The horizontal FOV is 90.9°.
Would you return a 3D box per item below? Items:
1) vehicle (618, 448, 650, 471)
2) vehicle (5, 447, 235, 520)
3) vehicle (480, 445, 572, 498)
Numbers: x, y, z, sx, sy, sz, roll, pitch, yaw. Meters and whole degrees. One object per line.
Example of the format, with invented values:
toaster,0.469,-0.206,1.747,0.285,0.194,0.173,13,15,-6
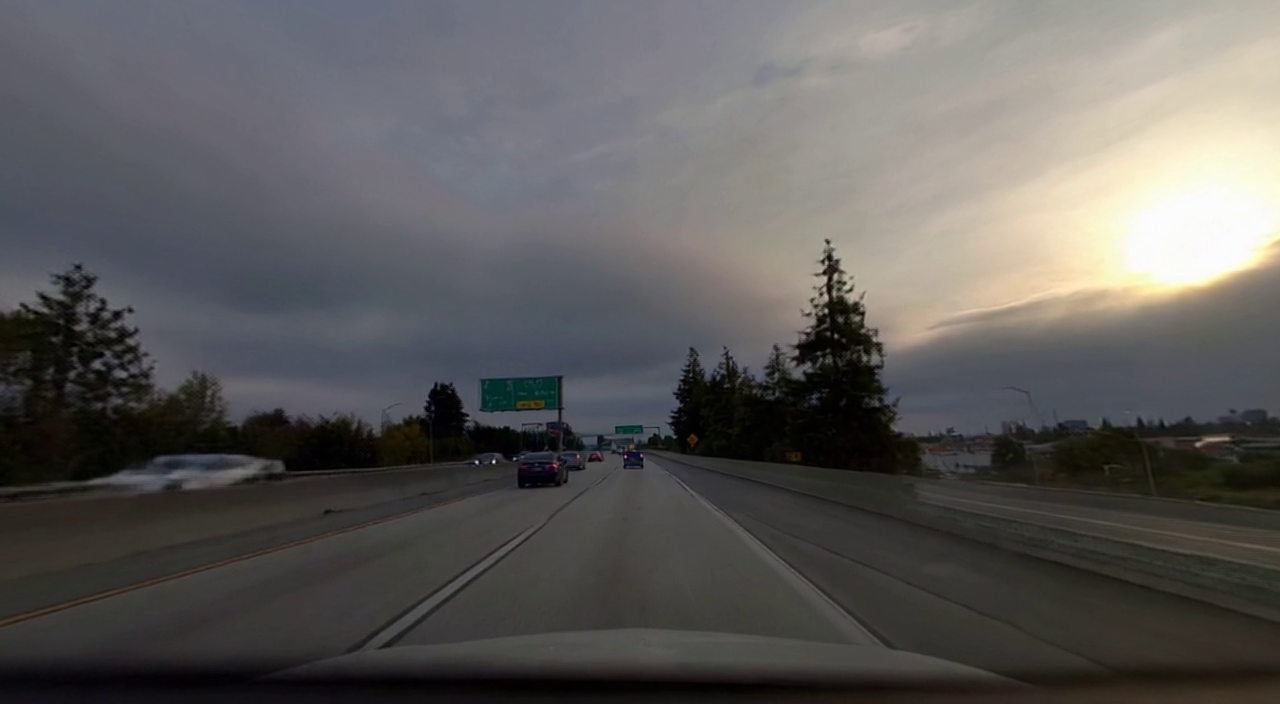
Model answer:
vehicle,-0.451,7.373,43.572,2.100,1.471,3.956,0,-8,-1
vehicle,-13.657,3.420,17.106,2.105,1.676,4.777,0,-8,0
vehicle,-3.524,3.766,20.429,2.067,1.509,4.551,0,-8,1
